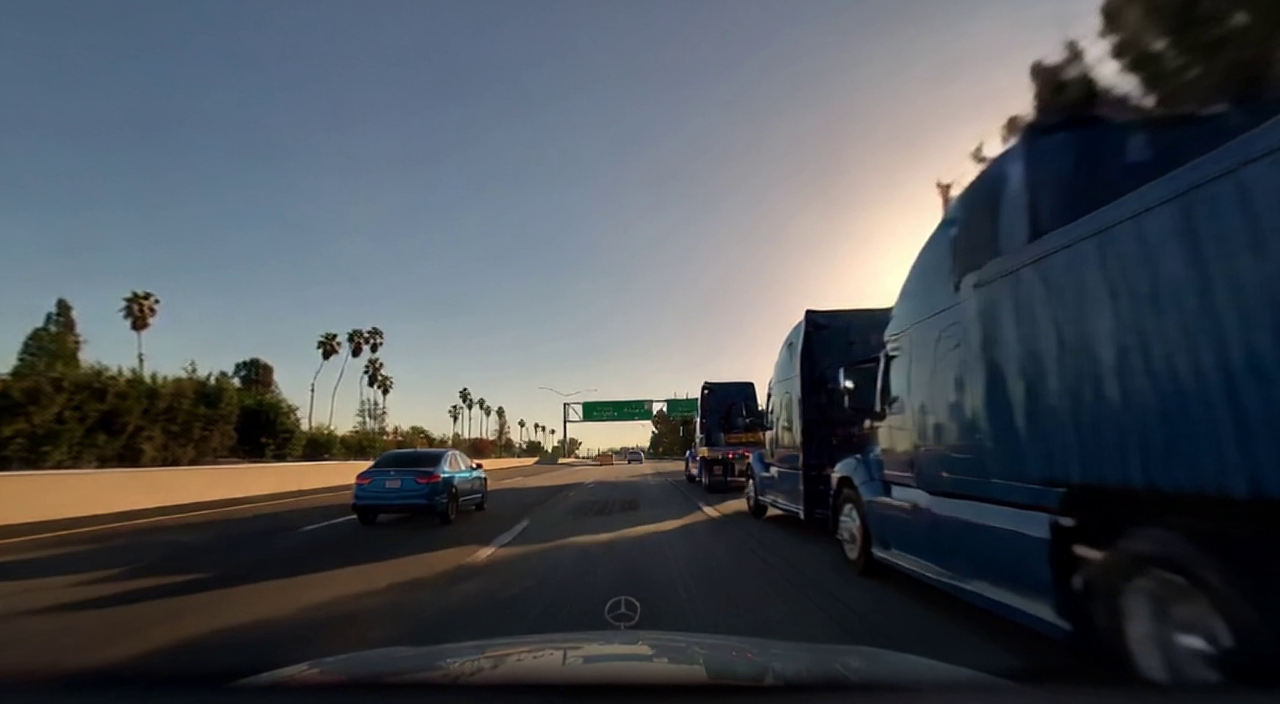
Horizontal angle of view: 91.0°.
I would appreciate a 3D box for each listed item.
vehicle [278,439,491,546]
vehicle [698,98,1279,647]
[{"bbox_3d":[-4.245,2.381,11.361,2.120,1.537,4.139,0,-9,-1],"label":"vehicle"},{"bbox_3d":[3.570,1.242,12.837,2.891,4.123,16.415,0,-9,-1],"label":"vehicle"}]
